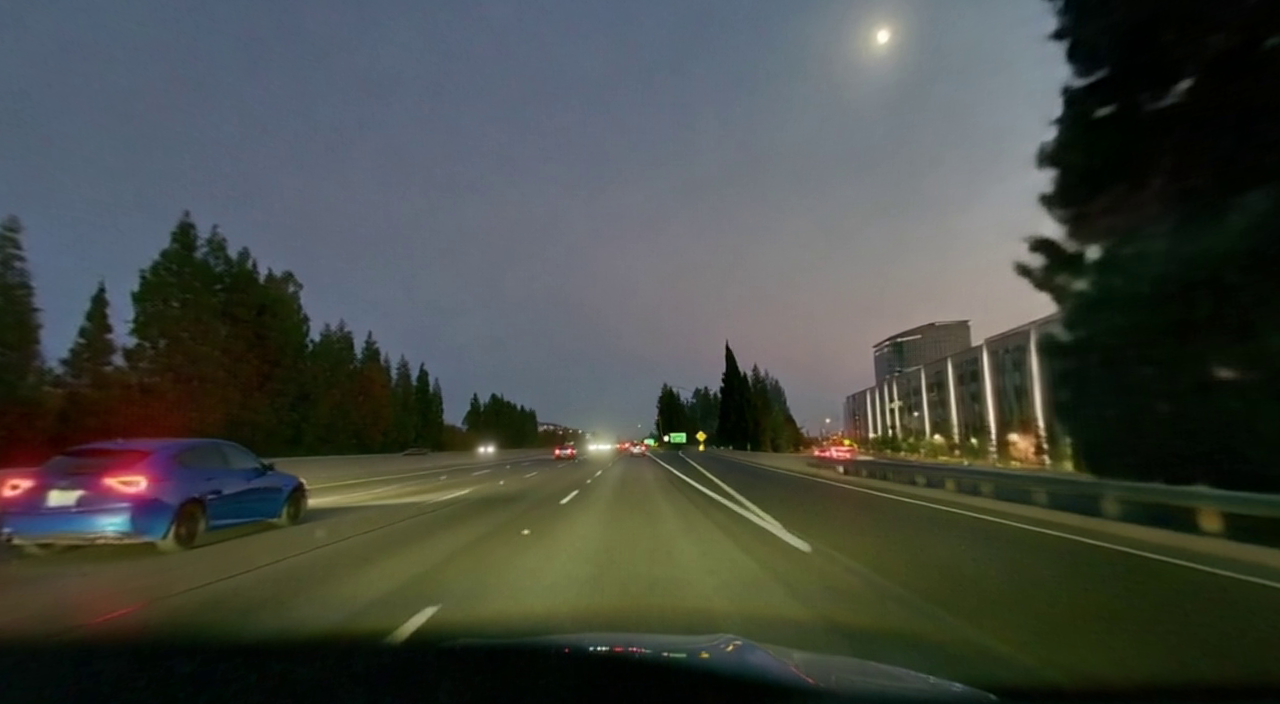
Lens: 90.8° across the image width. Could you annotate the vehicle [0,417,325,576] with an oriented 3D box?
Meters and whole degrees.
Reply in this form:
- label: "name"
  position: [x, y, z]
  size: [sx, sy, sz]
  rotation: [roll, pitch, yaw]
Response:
- label: "vehicle"
  position: [-6.689, 1.843, 8.894]
  size: [2.016, 1.606, 4.806]
  rotation: [0, -9, 0]
